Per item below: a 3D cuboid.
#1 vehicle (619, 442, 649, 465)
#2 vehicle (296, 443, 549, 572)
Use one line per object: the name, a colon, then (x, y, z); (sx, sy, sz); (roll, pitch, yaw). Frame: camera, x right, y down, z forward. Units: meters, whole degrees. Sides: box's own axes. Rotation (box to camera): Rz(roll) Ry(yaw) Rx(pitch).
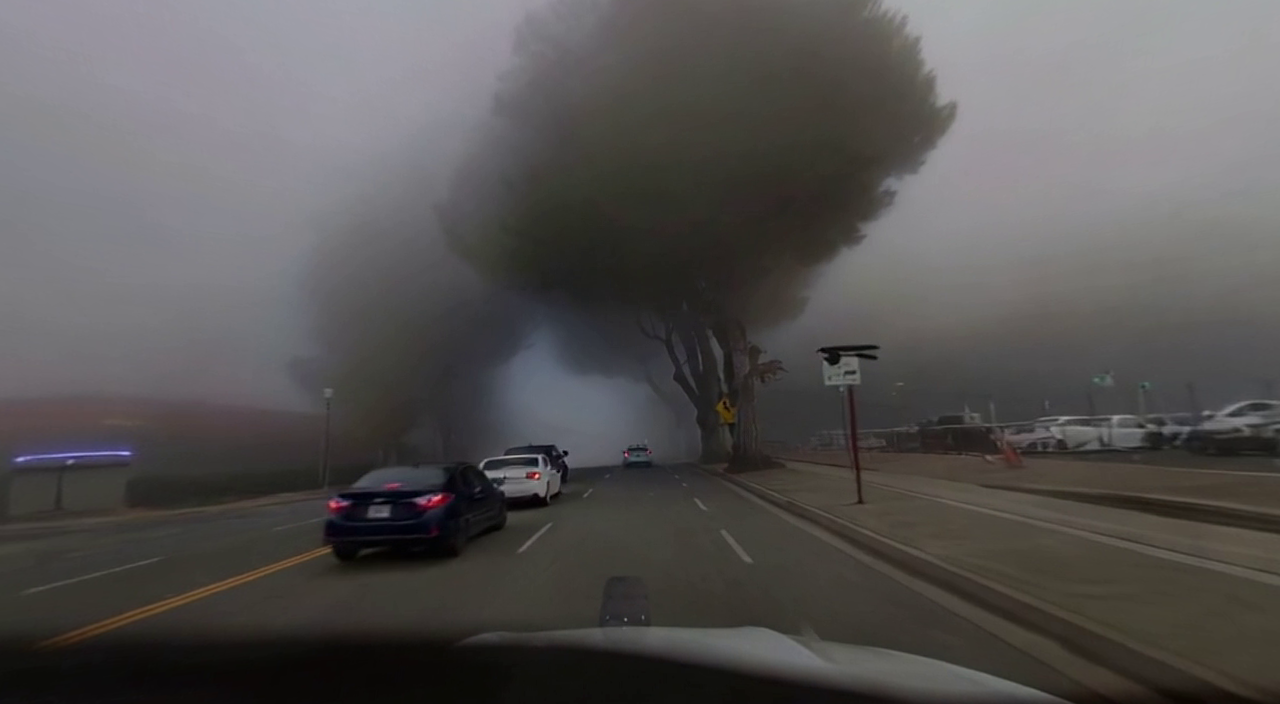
vehicle: (-0.473, 7.077, 44.191); (2.020, 1.478, 3.922); (0, -8, -2)
vehicle: (-2.786, 2.101, 9.444); (2.099, 1.424, 4.609); (0, -8, 1)
